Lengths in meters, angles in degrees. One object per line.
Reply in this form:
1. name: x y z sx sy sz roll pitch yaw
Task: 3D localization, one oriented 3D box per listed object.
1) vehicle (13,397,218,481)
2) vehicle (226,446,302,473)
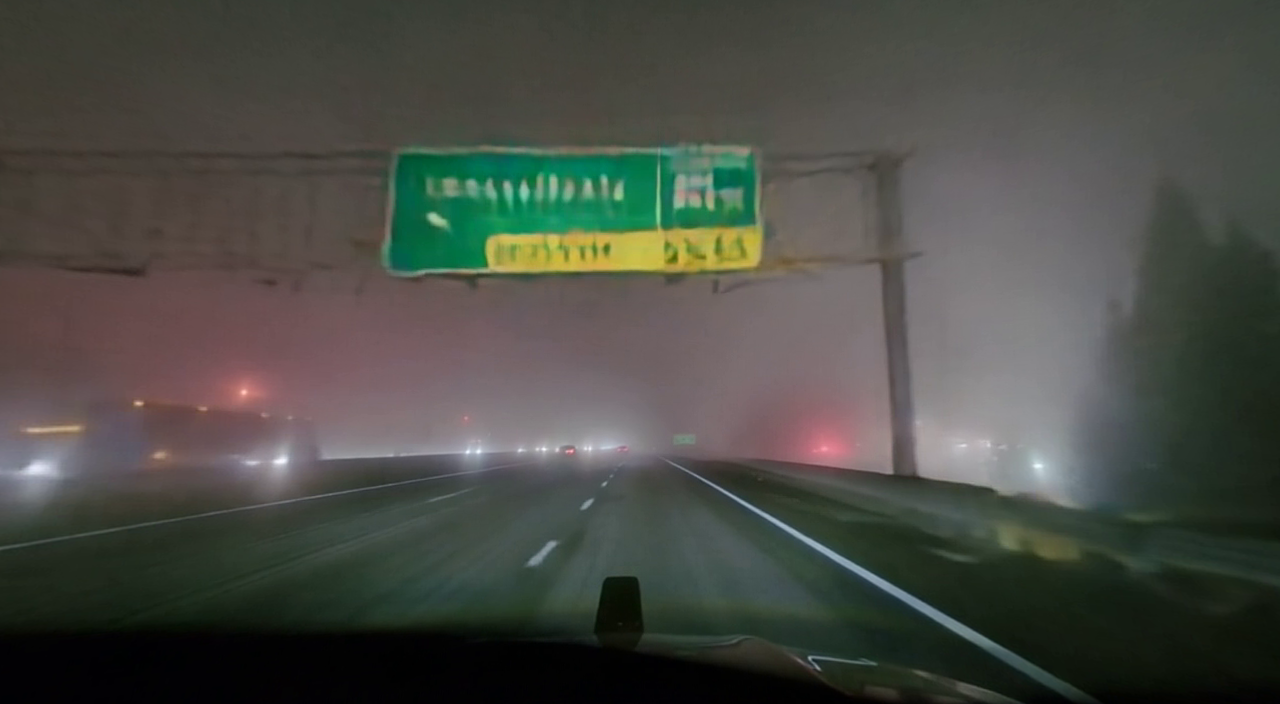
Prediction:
1. vehicle: -27.888 4.805 34.442 3.137 3.947 9.233 0 -9 0
2. vehicle: -23.601 6.746 39.744 1.990 1.559 4.445 0 -9 1
